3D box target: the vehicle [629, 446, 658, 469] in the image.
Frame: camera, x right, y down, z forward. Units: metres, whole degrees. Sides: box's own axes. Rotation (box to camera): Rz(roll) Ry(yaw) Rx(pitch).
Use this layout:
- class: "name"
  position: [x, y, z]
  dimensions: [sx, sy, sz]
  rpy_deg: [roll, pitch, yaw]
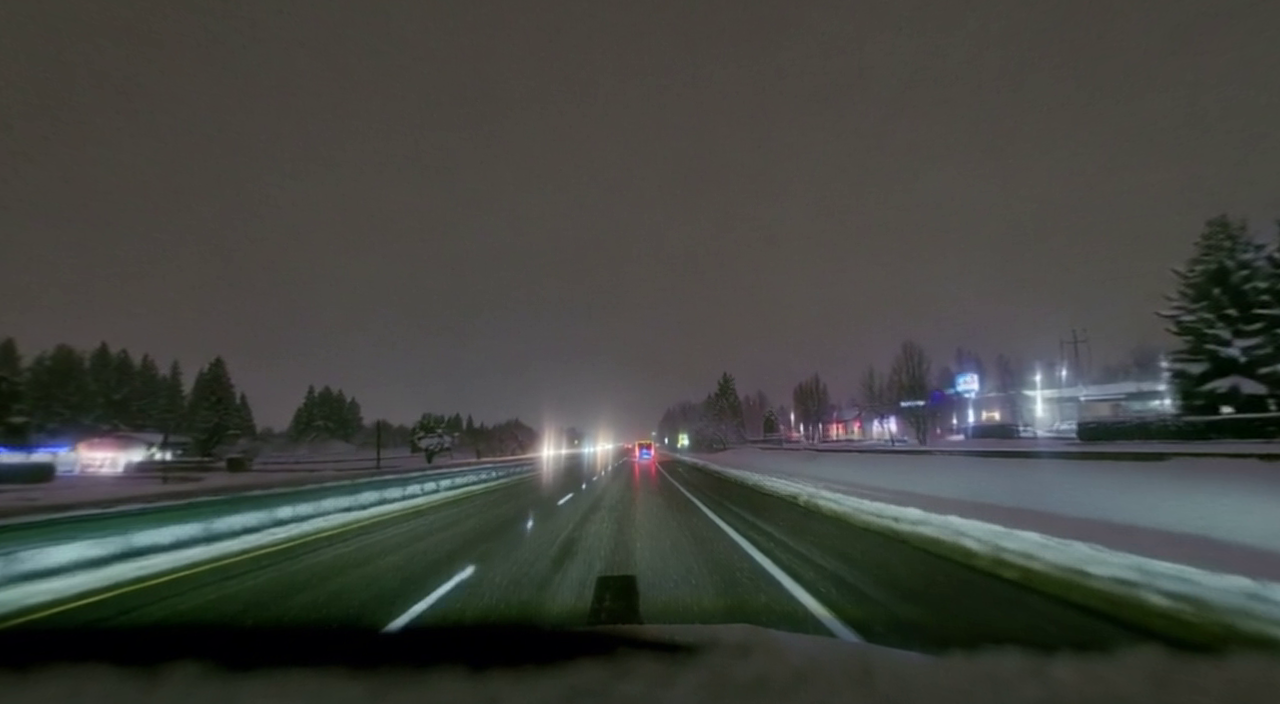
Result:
- class: "vehicle"
  position: [0.247, 7.548, 45.082]
  dimensions: [2.014, 1.507, 3.960]
  rpy_deg: [0, -9, 0]
